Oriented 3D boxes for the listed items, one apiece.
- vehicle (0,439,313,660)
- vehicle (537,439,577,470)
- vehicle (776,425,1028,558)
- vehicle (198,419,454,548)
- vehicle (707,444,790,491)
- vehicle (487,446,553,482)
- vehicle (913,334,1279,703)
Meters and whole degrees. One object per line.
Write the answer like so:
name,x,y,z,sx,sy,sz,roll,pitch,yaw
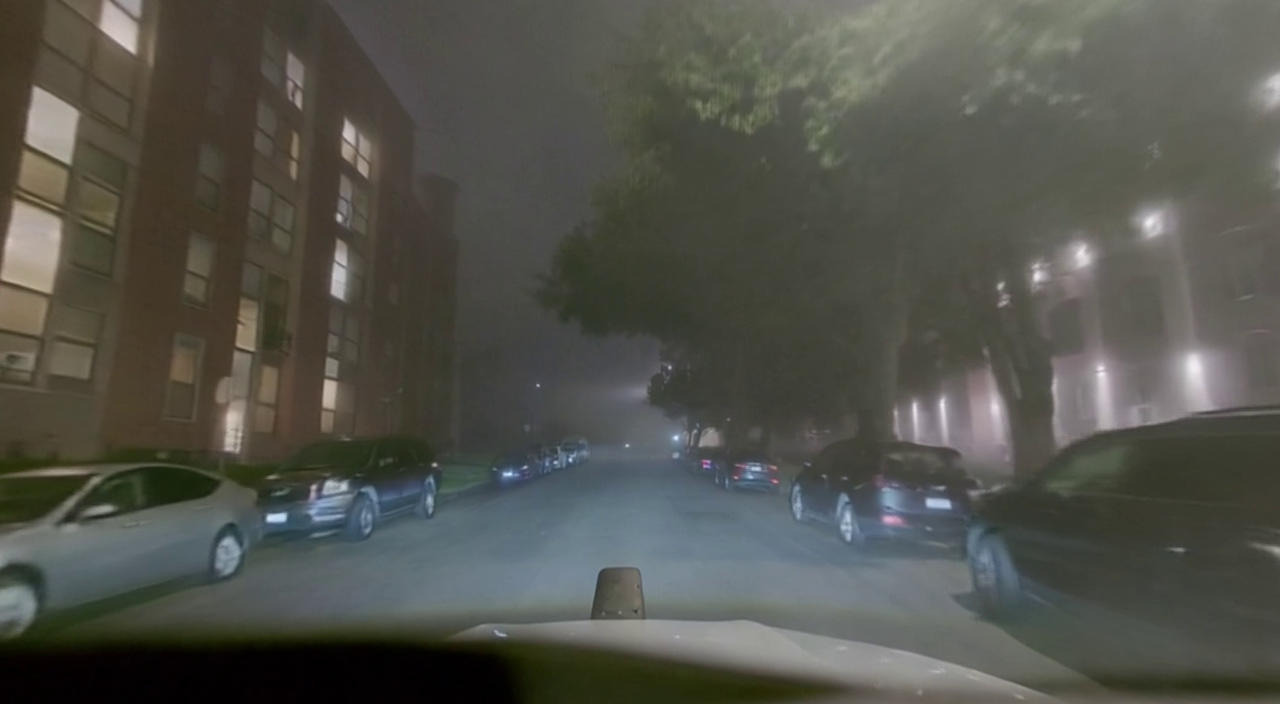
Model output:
vehicle,-5.316,1.603,5.838,2.026,1.461,4.837,-2,-8,0
vehicle,-5.398,6.740,41.835,2.069,1.881,4.697,0,-8,-1
vehicle,3.811,2.100,10.343,1.992,1.643,4.735,0,-8,-1
vehicle,-5.306,2.281,11.733,2.213,1.825,4.986,-1,-8,0
vehicle,3.659,3.974,22.237,1.881,1.460,4.737,0,-8,-3
vehicle,-5.293,4.975,28.463,2.080,1.458,4.511,0,-8,0
vehicle,3.755,0.973,3.598,2.082,1.809,4.998,0,-8,-1
